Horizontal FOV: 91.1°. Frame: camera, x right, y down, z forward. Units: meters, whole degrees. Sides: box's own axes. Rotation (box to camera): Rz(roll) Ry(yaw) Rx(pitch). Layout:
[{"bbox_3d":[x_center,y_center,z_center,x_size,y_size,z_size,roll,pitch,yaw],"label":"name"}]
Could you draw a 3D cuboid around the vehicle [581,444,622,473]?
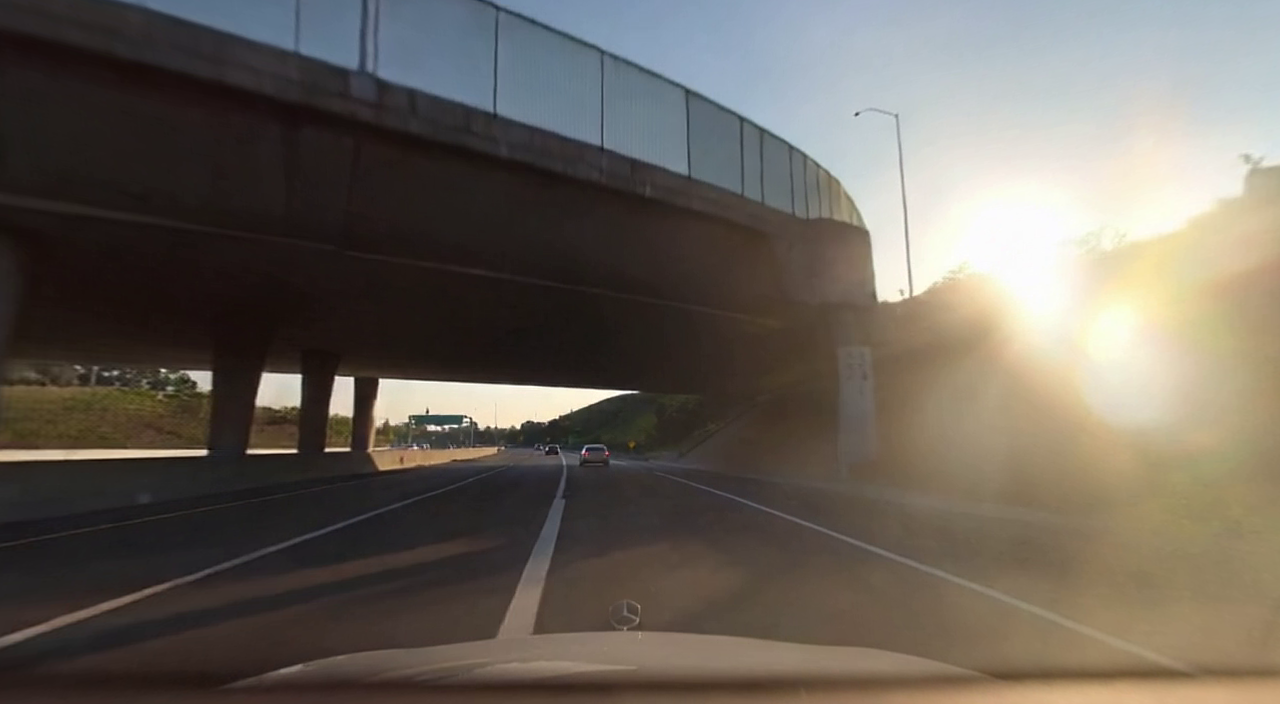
[{"bbox_3d":[-2.190,5.844,34.813,2.140,1.455,4.135,0,-9,-5],"label":"vehicle"}]
